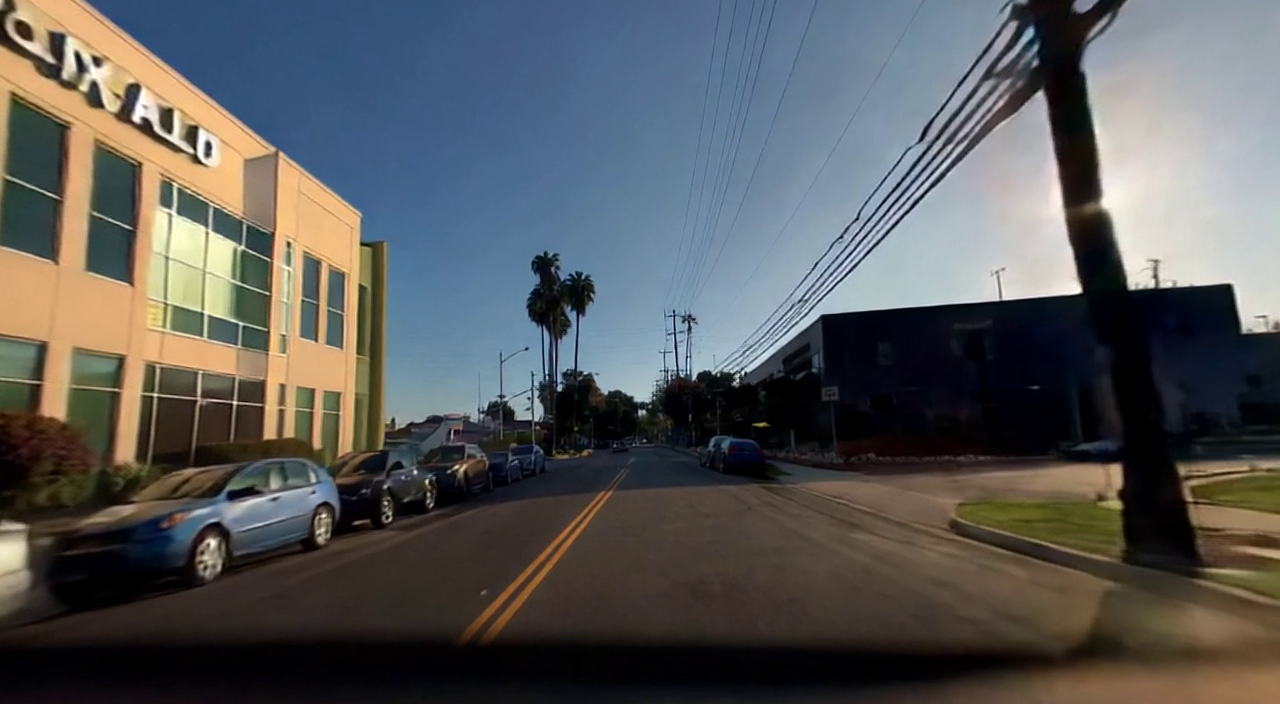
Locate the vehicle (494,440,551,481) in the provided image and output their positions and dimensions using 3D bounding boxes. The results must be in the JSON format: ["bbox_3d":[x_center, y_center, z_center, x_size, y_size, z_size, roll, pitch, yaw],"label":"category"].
[{"bbox_3d":[-5.841,5.453,31.973,2.126,1.864,4.831,0,-8,-2],"label":"vehicle"}]

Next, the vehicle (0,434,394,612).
[{"bbox_3d":[-5.846,2.174,9.224,2.286,1.836,5.088,-1,-8,2],"label":"vehicle"}]

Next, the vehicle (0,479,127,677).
[{"bbox_3d":[-5.986,1.623,3.751,1.982,1.453,4.577,0,-8,1],"label":"vehicle"}]

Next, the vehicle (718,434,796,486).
[{"bbox_3d":[3.916,3.706,21.986,1.948,1.607,4.873,0,-8,2],"label":"vehicle"}]
